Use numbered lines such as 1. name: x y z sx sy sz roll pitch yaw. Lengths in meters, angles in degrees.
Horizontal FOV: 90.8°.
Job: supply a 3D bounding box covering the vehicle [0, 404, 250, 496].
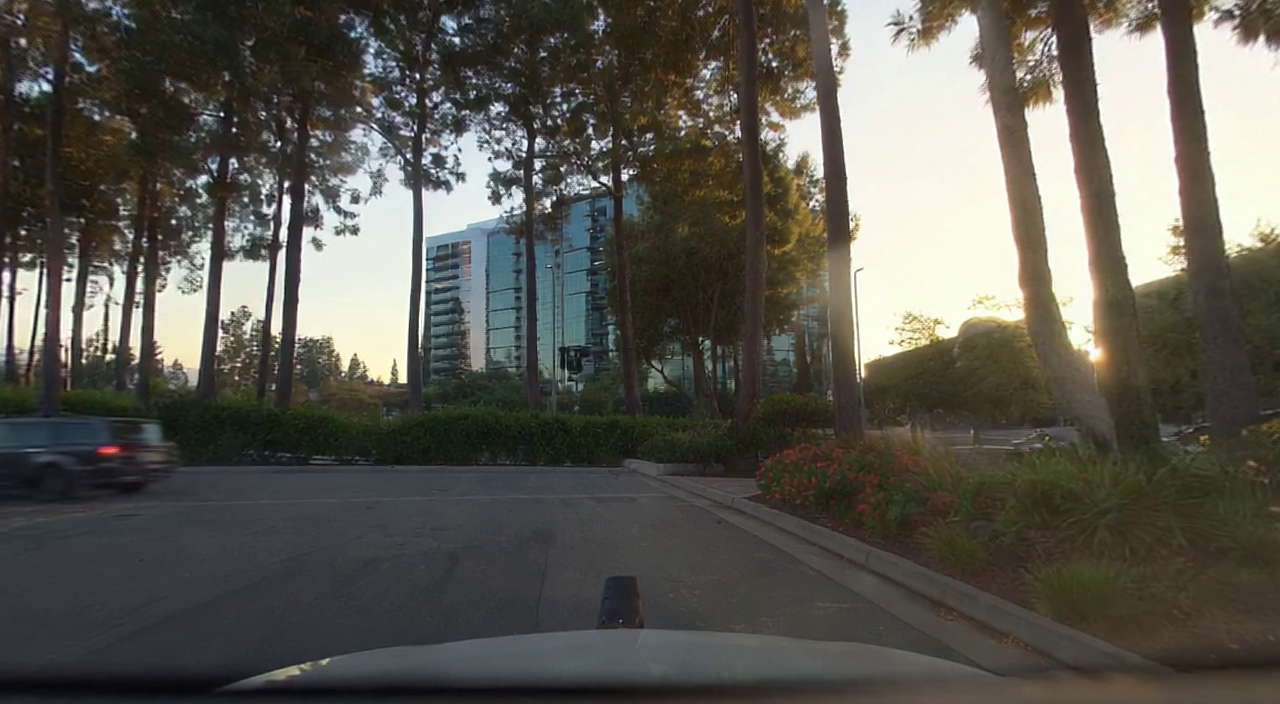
1. vehicle: -10.147 1.783 11.539 4.655 1.505 1.953 2 -9 -11
